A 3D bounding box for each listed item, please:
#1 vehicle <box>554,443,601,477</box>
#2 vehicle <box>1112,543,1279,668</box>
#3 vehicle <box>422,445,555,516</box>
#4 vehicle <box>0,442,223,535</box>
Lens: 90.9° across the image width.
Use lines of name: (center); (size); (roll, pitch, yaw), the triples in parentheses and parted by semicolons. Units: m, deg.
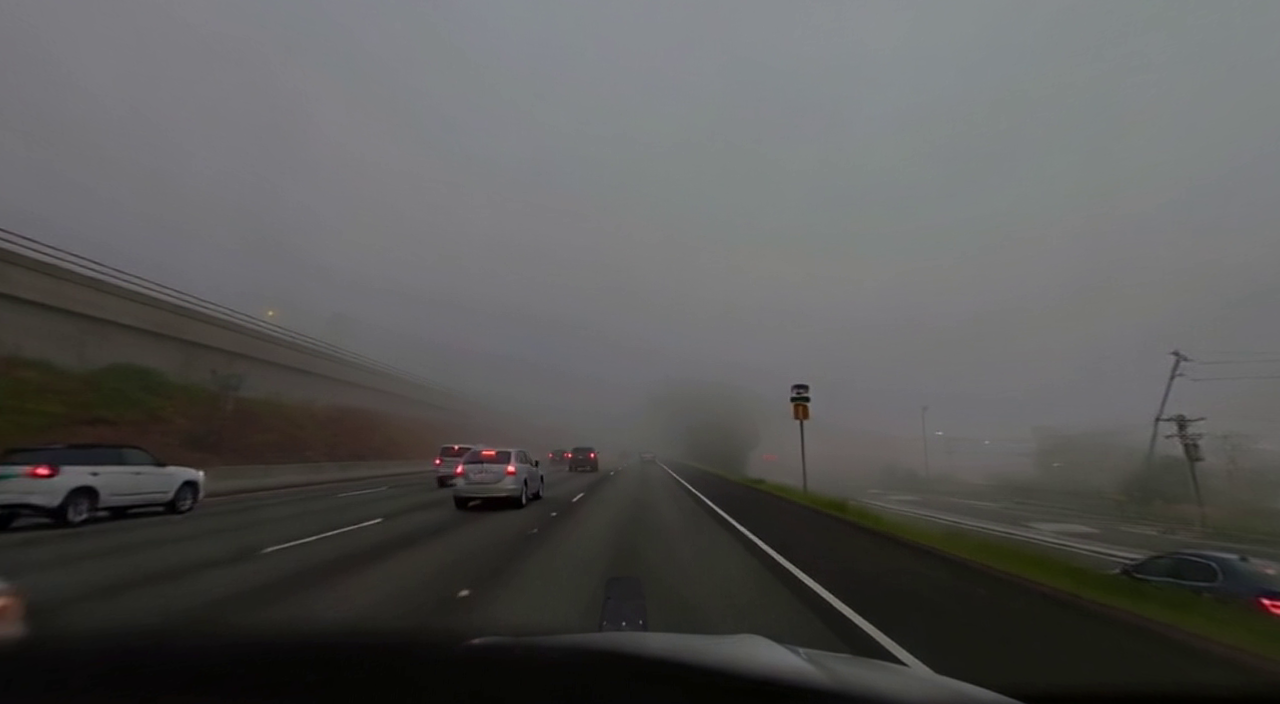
vehicle: (-3.372, 5.944, 35.071); (2.052, 1.731, 4.372); (0, -8, 2)
vehicle: (12.231, 5.079, 13.121); (1.853, 1.586, 3.727); (0, -8, -1)
vehicle: (-3.438, 2.993, 15.292); (2.056, 1.449, 4.330); (0, -8, 1)
vehicle: (-11.156, 2.588, 12.773); (1.978, 1.498, 4.940); (0, -8, 1)
